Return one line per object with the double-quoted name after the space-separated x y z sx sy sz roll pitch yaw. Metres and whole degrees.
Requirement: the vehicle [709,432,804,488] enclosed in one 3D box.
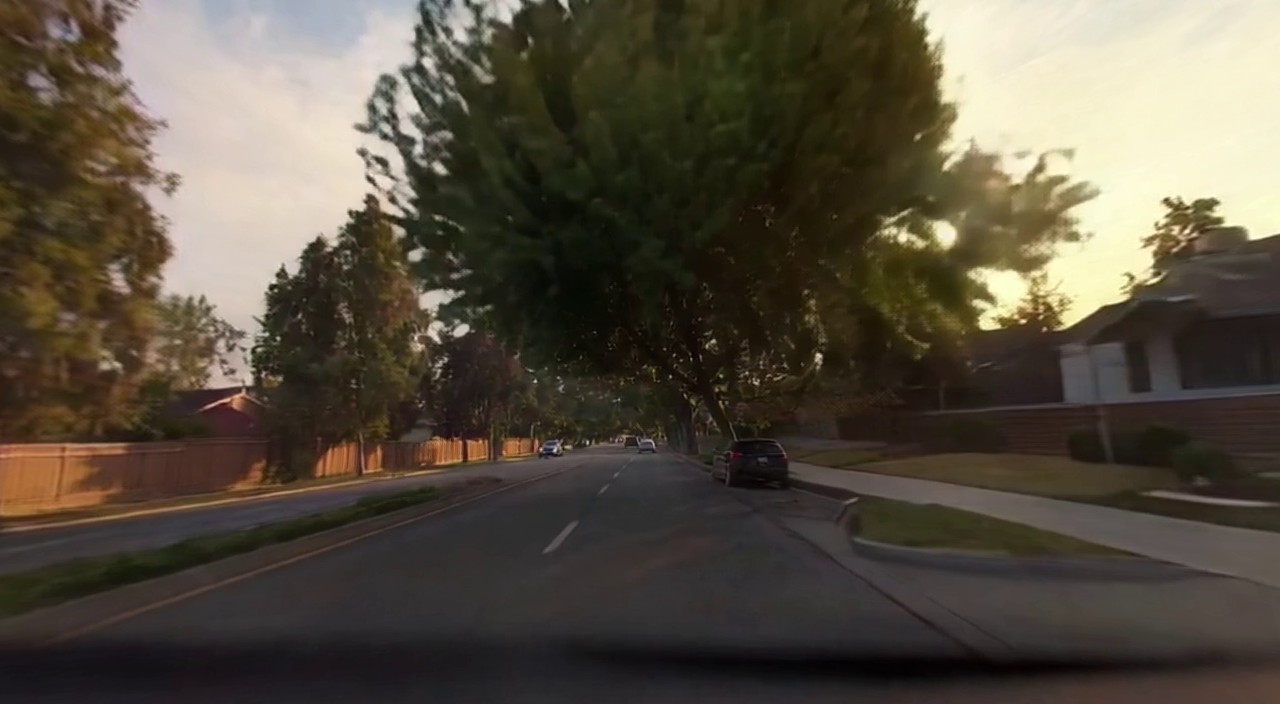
3.423 3.274 19.523 2.011 1.507 4.769 0 -8 0 "vehicle"
